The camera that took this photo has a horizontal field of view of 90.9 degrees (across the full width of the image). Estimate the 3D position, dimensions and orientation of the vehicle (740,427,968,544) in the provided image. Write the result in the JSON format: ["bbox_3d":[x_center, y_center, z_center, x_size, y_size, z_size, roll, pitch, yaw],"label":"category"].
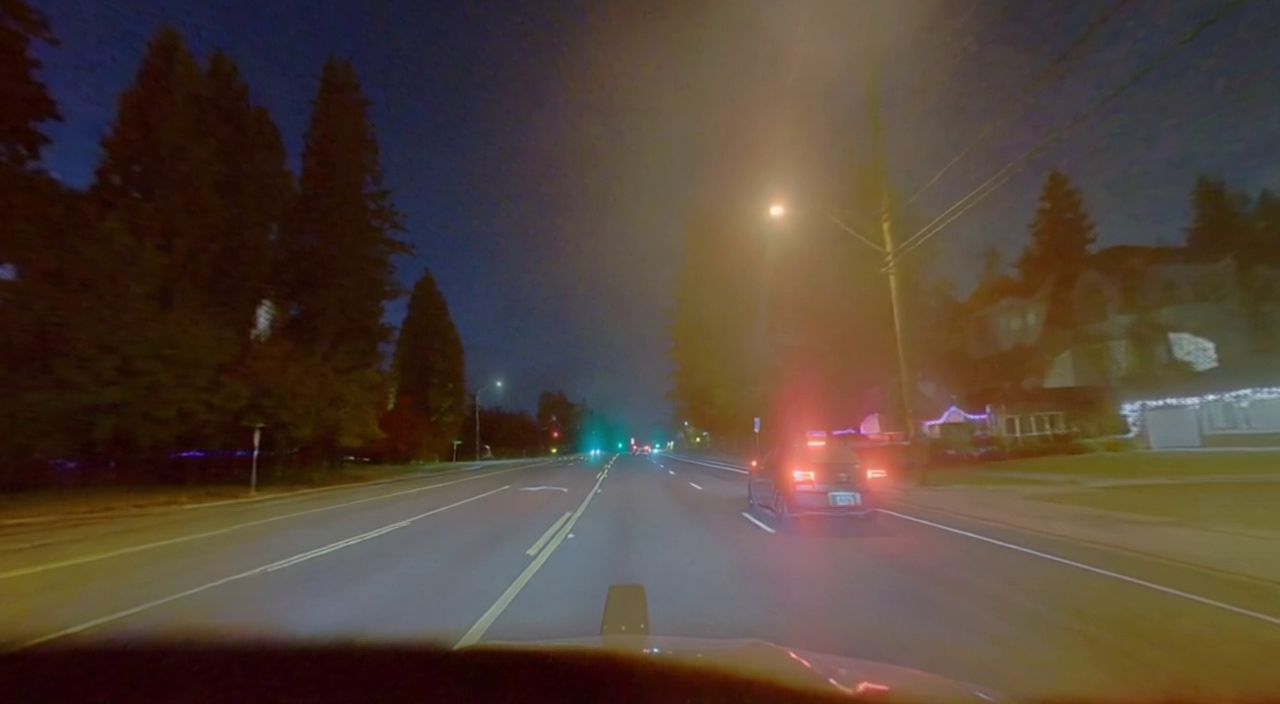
[{"bbox_3d":[3.091,2.026,10.298,2.134,1.476,4.327,0,-8,-1],"label":"vehicle"}]
